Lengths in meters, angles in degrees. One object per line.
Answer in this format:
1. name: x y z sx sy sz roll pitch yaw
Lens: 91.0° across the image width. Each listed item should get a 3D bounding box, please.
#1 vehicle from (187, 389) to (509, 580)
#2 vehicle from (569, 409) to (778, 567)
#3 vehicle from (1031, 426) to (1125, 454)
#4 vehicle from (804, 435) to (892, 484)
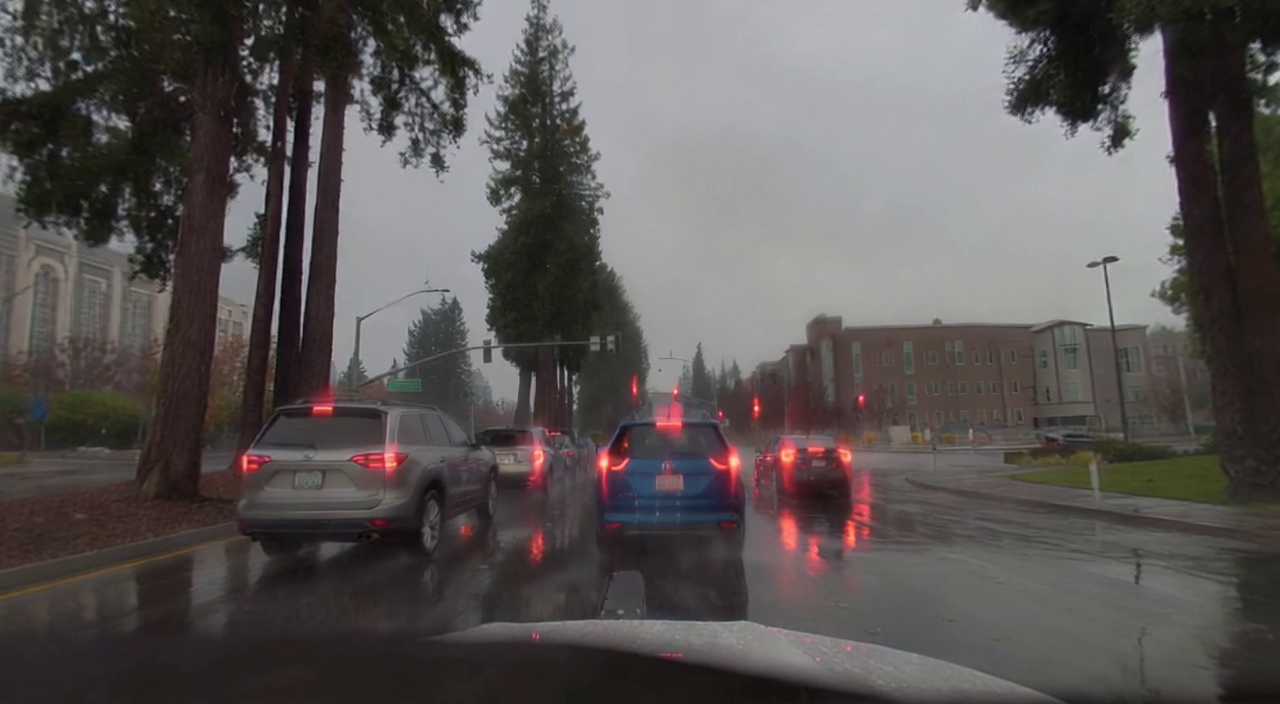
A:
1. vehicle: -3.259 1.591 8.288 2.085 1.812 4.388 0 -8 0
2. vehicle: 0.374 1.741 8.769 2.189 1.649 4.171 0 -8 1
3. vehicle: 28.024 5.662 40.464 4.629 1.687 1.824 -4 -9 24
4. vehicle: 7.442 3.860 22.963 2.067 1.599 4.251 -1 -8 5
